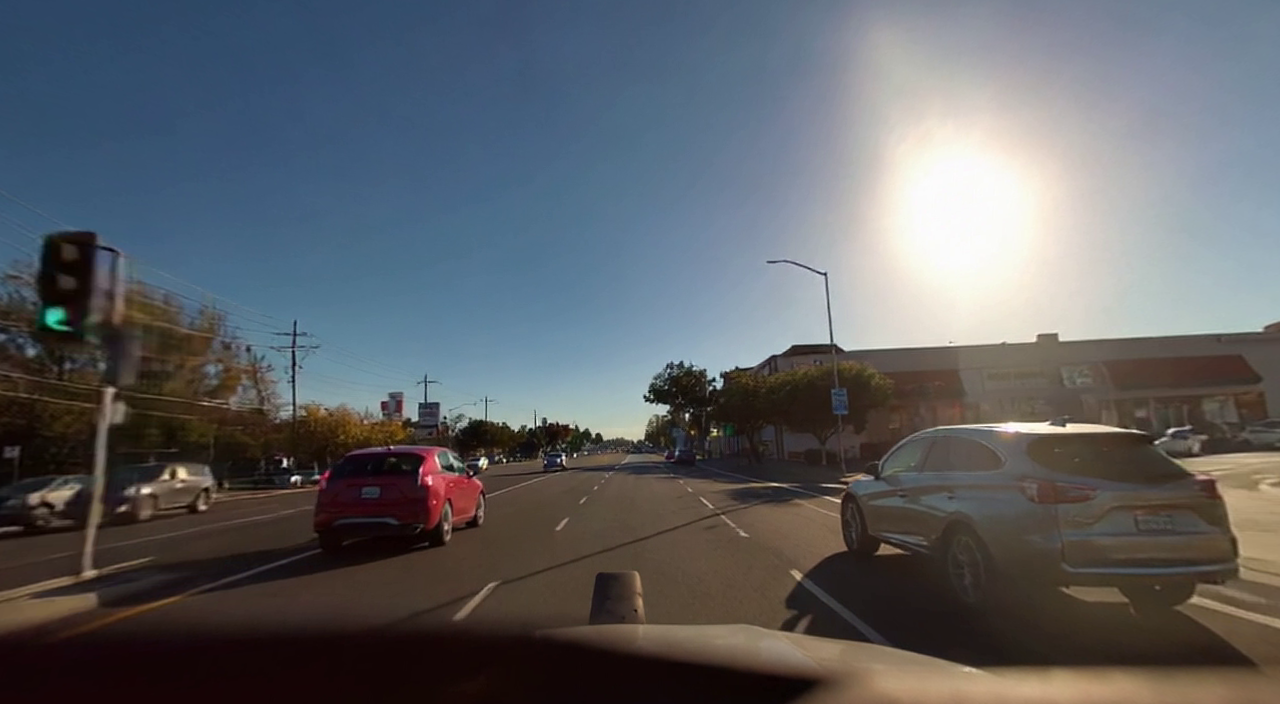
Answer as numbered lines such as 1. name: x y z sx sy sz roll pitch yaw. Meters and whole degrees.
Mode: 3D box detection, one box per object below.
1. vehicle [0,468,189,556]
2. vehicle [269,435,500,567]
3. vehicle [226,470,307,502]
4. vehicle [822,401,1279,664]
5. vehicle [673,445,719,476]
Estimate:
1. vehicle: -14.436 3.871 15.971 2.014 1.616 5.527 0 -8 -1
2. vehicle: -3.639 2.162 9.954 1.935 1.617 4.045 0 -8 0
3. vehicle: -21.283 7.650 36.269 1.852 1.484 4.507 0 -8 1
4. vehicle: 3.564 1.476 6.322 2.085 1.655 4.459 0 -8 -1
5. vehicle: 3.240 6.366 37.256 2.066 1.699 4.419 0 -9 -3
